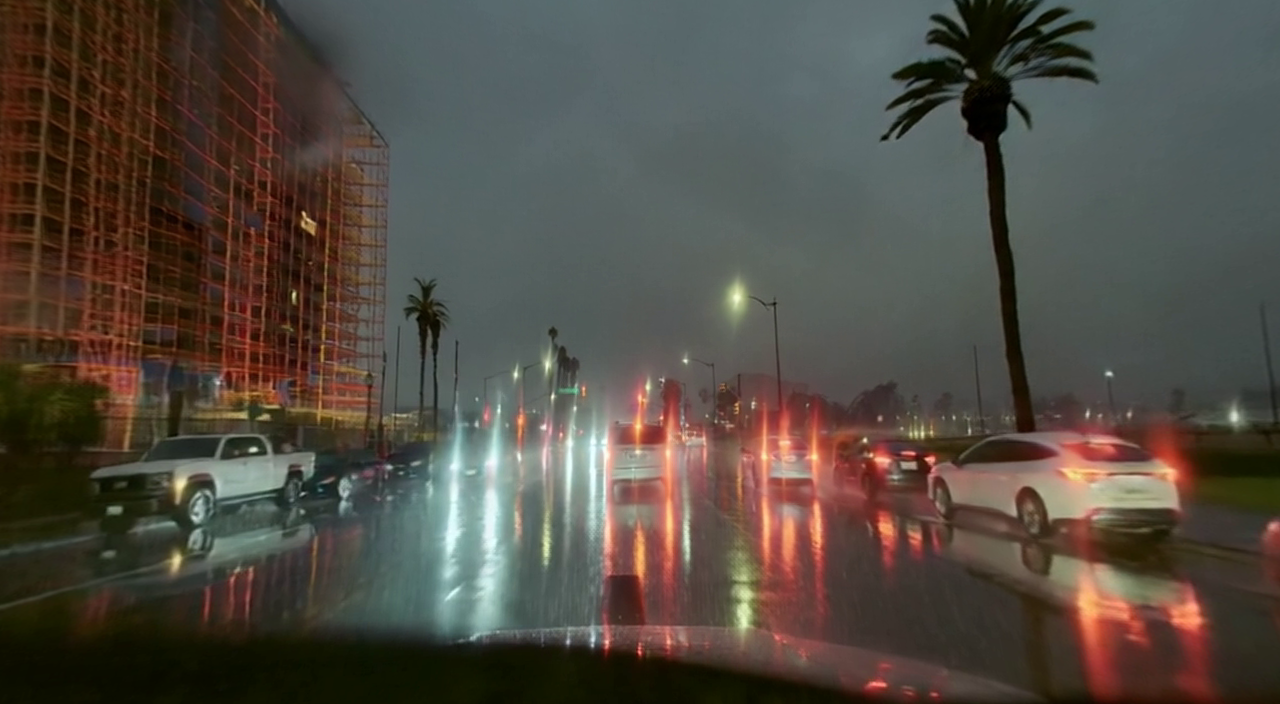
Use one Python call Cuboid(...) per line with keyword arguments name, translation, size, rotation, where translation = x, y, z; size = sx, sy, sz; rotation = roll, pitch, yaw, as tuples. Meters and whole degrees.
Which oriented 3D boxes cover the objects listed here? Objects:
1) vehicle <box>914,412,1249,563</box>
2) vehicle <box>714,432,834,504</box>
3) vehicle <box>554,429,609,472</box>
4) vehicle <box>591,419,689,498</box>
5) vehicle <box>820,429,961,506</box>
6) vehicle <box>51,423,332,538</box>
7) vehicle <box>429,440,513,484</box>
Cuboid(name="vehicle", translation=(6.336, 1.971, 9.952), size=(1.886, 1.792, 4.525), rotation=(0, -8, -1))
Cuboid(name="vehicle", translation=(3.079, 2.753, 15.393), size=(1.999, 1.487, 3.939), rotation=(0, -8, -1))
Cuboid(name="vehicle", translation=(-2.660, 4.648, 29.954), size=(2.180, 1.879, 4.452), rotation=(0, -8, 0))
Cuboid(name="vehicle", translation=(-0.009, 2.788, 16.821), size=(2.264, 1.798, 4.258), rotation=(0, -8, 0))
Cuboid(name="vehicle", translation=(6.155, 2.830, 16.125), size=(1.819, 1.672, 4.139), rotation=(0, -7, -1))
Cuboid(name="vehicle", translation=(-10.024, 2.975, 15.061), size=(2.294, 1.948, 6.025), rotation=(-6, -10, 0))
Cuboid(name="vehicle", translation=(-6.264, 4.126, 23.971), size=(2.020, 1.486, 4.363), rotation=(0, -8, 0))
